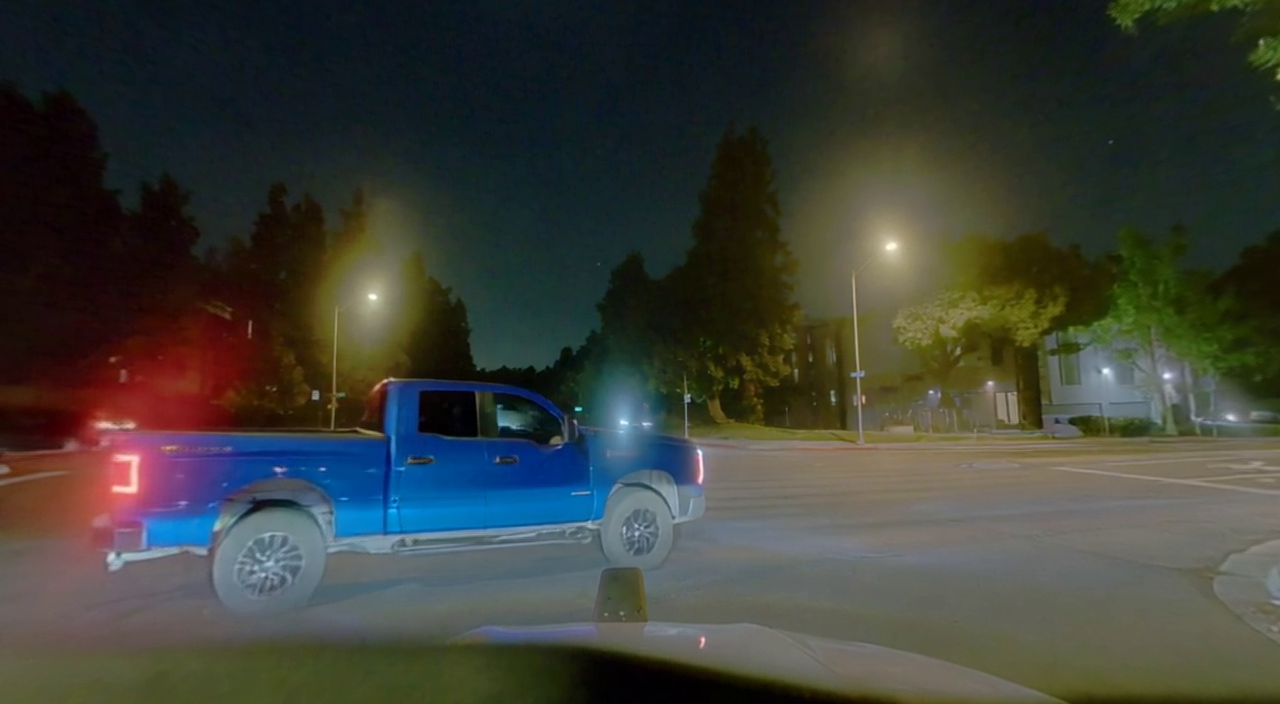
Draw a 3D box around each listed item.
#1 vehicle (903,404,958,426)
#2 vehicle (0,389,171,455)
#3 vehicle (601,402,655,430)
[{"bbox_3d":[22.622,4.917,48.804,4.674,1.483,1.745,6,-10,-36],"label":"vehicle"},{"bbox_3d":[-17.603,2.129,18.677,5.333,1.837,2.124,1,-9,-7],"label":"vehicle"},{"bbox_3d":[-1.023,5.007,48.372,2.435,1.858,5.585,3,-9,-21],"label":"vehicle"}]
